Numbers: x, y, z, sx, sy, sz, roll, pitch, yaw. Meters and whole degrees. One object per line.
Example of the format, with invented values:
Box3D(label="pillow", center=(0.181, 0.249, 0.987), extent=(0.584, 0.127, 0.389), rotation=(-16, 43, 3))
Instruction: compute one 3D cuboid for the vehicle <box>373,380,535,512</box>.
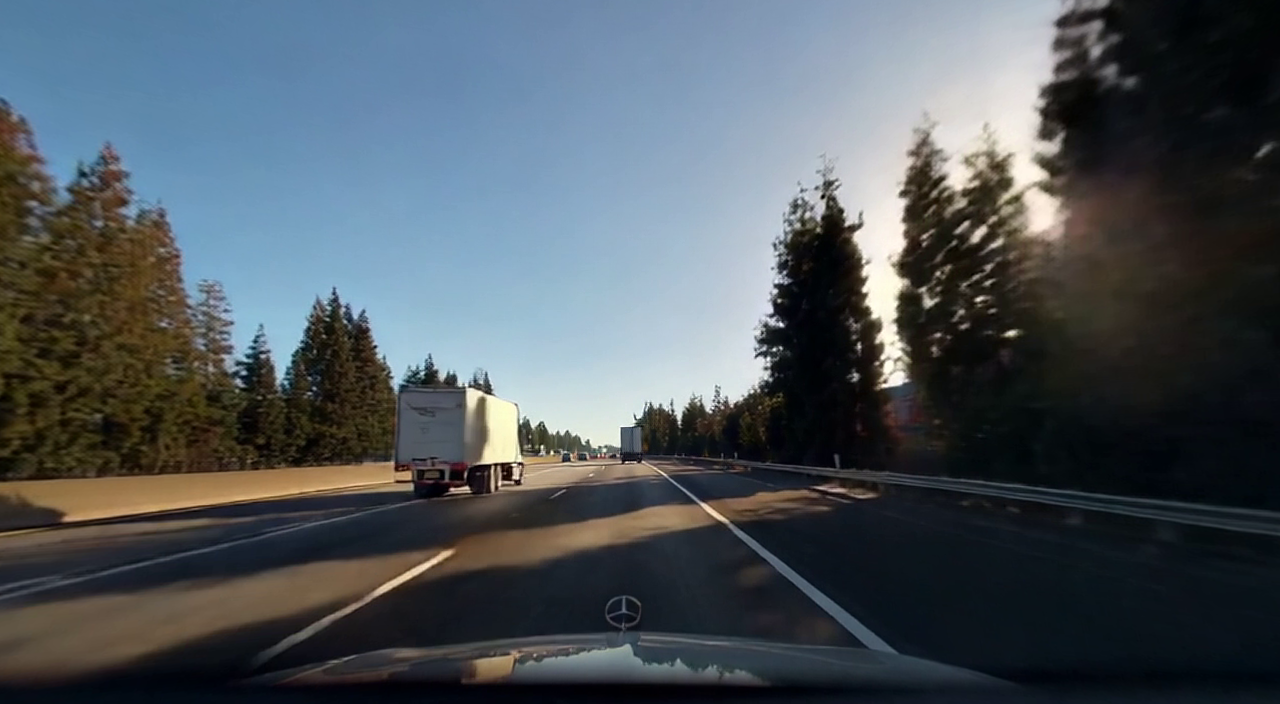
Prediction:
Box3D(label="vehicle", center=(-4.512, 2.504, 16.742), extent=(2.368, 2.813, 6.329), rotation=(0, -9, 0))
